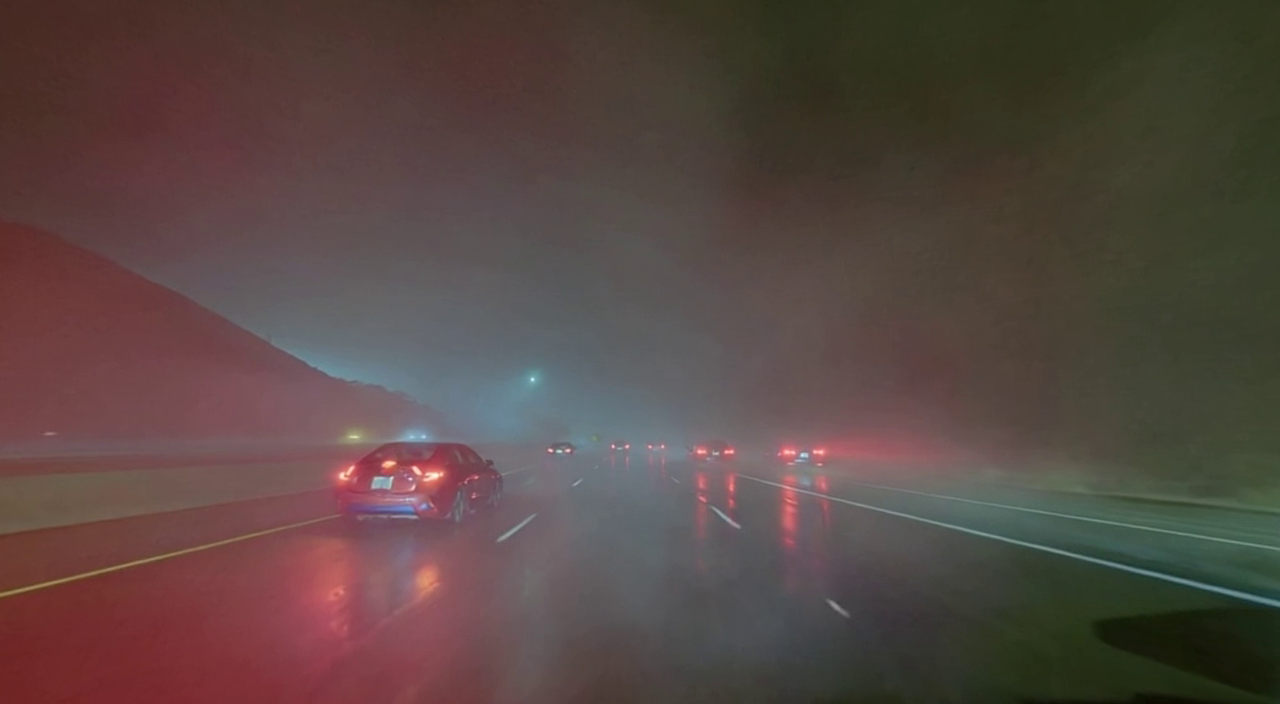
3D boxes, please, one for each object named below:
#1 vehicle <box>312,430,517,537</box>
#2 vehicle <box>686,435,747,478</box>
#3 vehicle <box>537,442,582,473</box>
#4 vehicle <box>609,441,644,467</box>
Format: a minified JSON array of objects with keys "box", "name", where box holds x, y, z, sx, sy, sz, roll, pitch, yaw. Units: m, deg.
[{"box":[-3.674,2.220,11.261,1.993,1.500,4.248,0,-9,1],"name":"vehicle"},{"box":[3.502,4.901,29.714,2.222,1.820,4.733,0,-9,0],"name":"vehicle"},{"box":[-4.077,5.403,32.495,1.796,1.464,3.839,0,-9,0],"name":"vehicle"},{"box":[-0.823,6.565,40.653,2.147,1.572,4.094,0,-9,0],"name":"vehicle"}]
